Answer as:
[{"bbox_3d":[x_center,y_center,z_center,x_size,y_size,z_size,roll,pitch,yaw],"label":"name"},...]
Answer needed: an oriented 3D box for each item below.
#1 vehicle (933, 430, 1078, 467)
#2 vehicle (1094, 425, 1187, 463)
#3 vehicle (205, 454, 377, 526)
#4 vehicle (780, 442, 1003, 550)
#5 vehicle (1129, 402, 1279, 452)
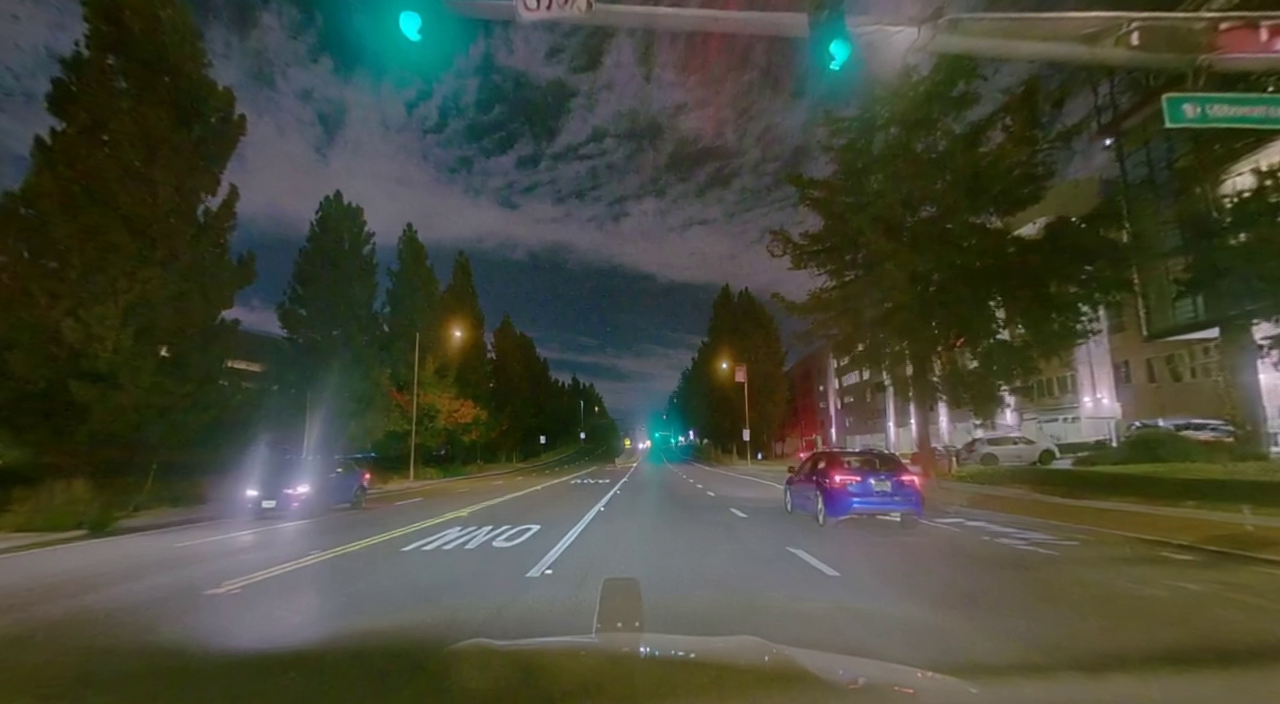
[{"bbox_3d":[19.393,5.181,33.788,6.156,1.801,2.491,-1,-9,2],"label":"vehicle"},{"bbox_3d":[34.927,6.405,44.309,2.369,2.475,5.128,0,-8,2],"label":"vehicle"},{"bbox_3d":[-9.370,3.695,17.594,1.937,1.624,4.913,0,-8,1],"label":"vehicle"},{"bbox_3d":[4.034,2.354,11.139,2.114,1.493,4.430,0,-8,0],"label":"vehicle"},{"bbox_3d":[30.257,4.147,34.059,2.279,2.416,6.795,0,-9,0],"label":"vehicle"}]
